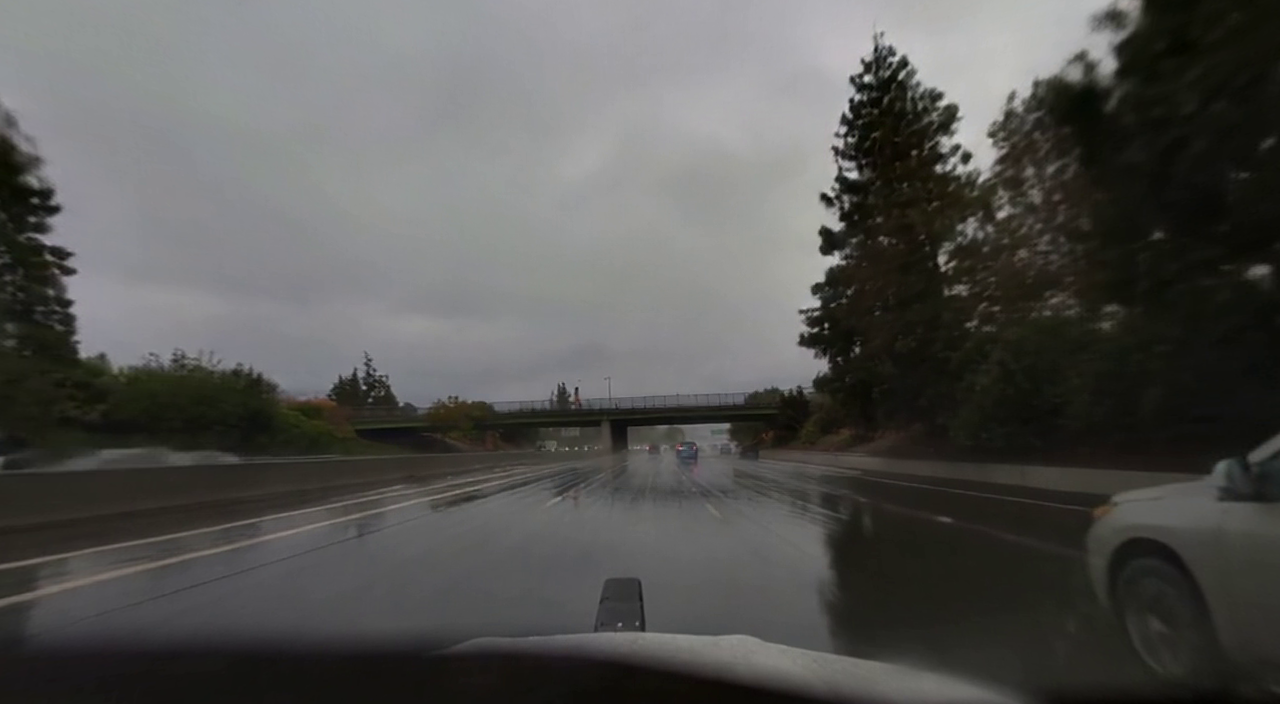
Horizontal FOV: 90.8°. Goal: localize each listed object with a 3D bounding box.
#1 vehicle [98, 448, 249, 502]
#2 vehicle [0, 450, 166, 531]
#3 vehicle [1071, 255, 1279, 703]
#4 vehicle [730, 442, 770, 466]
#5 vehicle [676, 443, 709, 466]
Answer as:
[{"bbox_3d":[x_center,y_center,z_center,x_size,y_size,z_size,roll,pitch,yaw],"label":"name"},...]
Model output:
[{"bbox_3d":[-17.705,4.646,24.353,2.065,1.822,4.806,0,-9,1],"label":"vehicle"},{"bbox_3d":[-14.594,3.281,15.544,2.106,1.674,4.768,0,-9,0],"label":"vehicle"},{"bbox_3d":[3.876,0.363,0.649,2.693,2.044,5.882,0,-9,0],"label":"vehicle"},{"bbox_3d":[7.574,7.059,43.809,1.989,1.529,4.375,0,-9,0],"label":"vehicle"},{"bbox_3d":[3.557,7.042,43.570,1.981,1.471,4.342,0,-9,1],"label":"vehicle"}]
